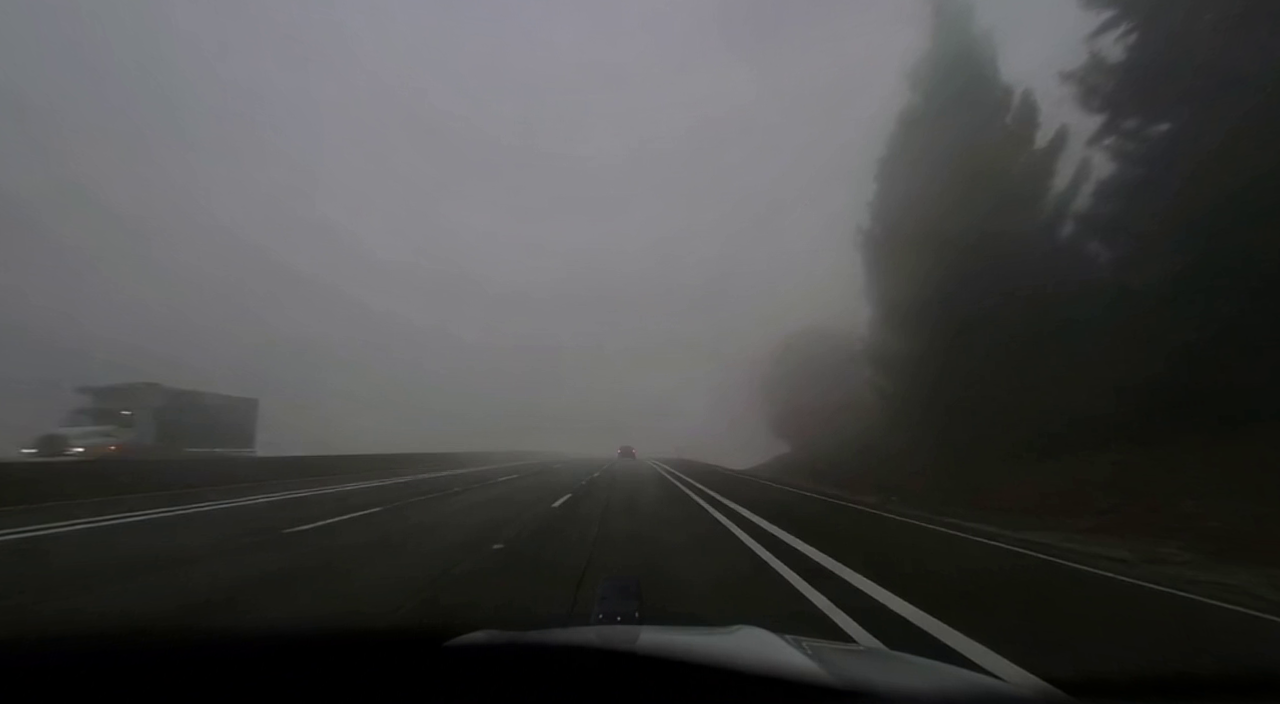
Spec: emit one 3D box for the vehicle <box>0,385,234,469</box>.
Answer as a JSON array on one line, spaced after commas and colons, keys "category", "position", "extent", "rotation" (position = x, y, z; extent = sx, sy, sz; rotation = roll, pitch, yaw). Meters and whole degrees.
[{"category": "vehicle", "position": [-21.089, 3.210, 25.740], "extent": [3.509, 2.913, 7.863], "rotation": [0, -9, 0]}]
